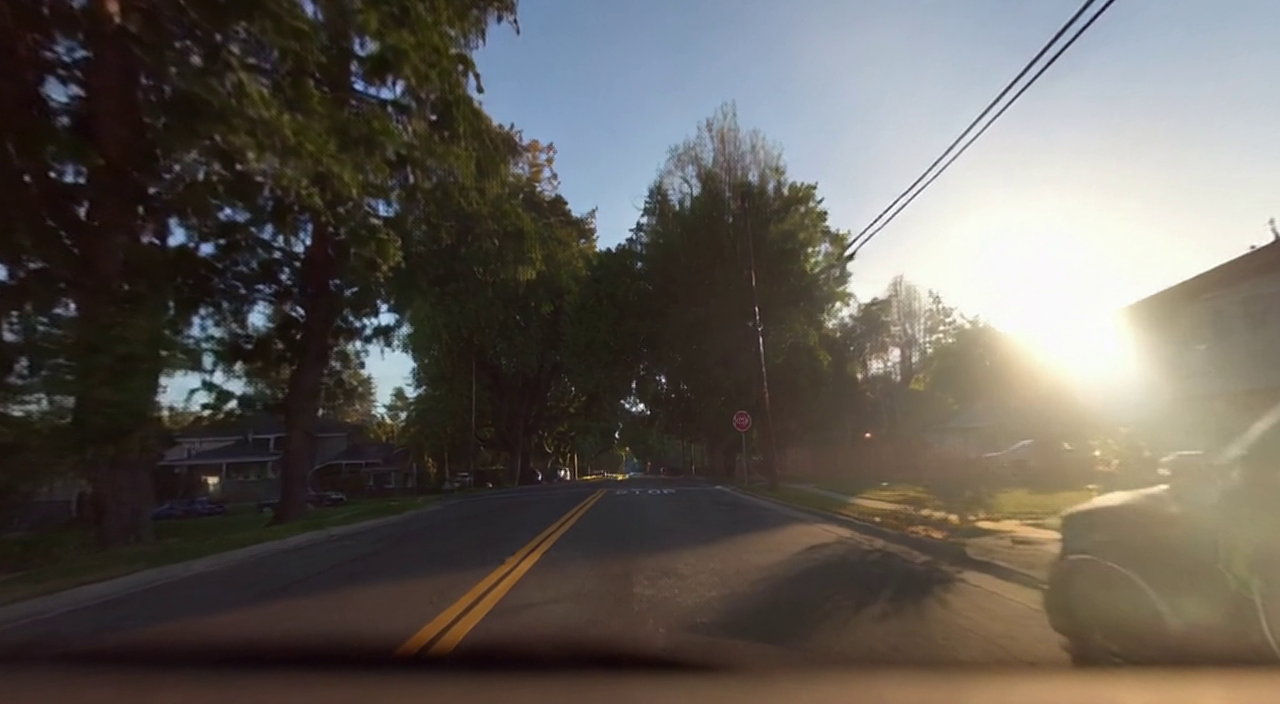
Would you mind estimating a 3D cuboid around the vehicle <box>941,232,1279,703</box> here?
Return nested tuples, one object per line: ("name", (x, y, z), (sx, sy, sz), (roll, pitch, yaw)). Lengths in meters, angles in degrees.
("vehicle", (2.672, 0.551, 1.067), (2.109, 1.875, 4.488), (-1, -9, 1))

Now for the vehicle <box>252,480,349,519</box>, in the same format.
("vehicle", (-18.523, 8.039, 34.555), (4.274, 1.626, 2.093), (-7, -10, 10))

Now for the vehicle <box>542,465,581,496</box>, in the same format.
("vehicle", (-5.999, 9.862, 48.855), (2.149, 1.823, 4.613), (-6, -7, 1))
